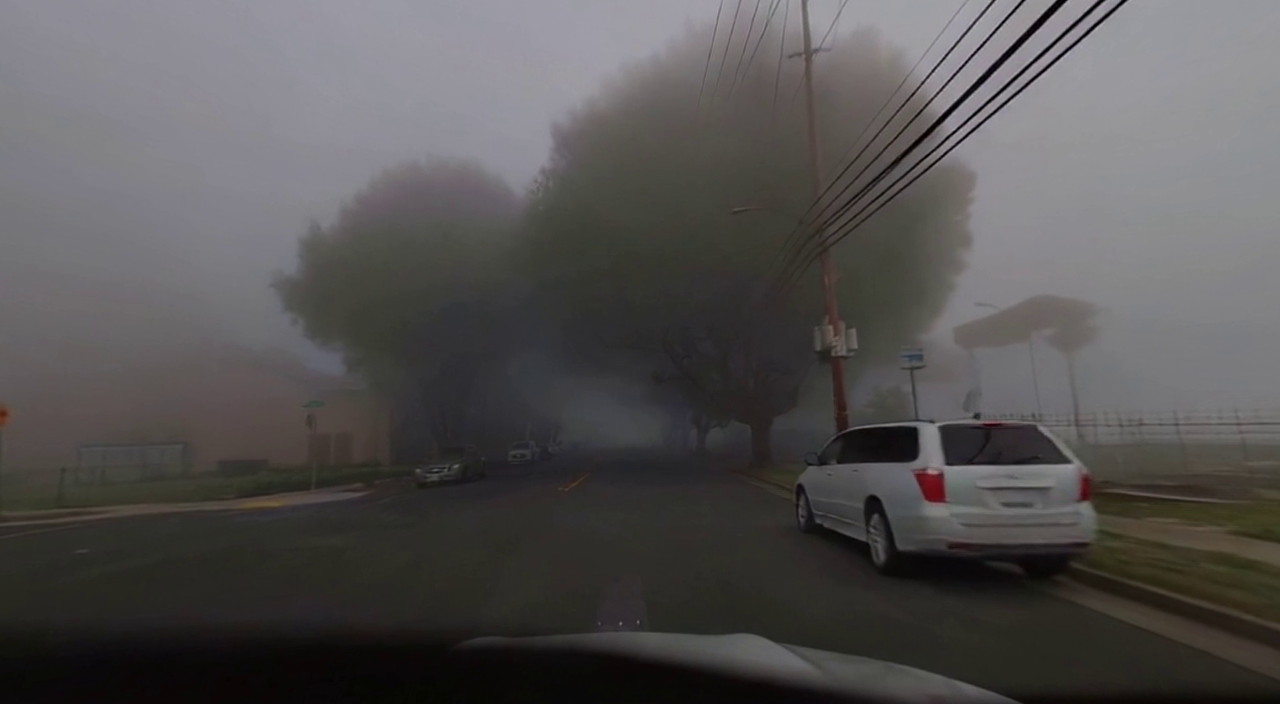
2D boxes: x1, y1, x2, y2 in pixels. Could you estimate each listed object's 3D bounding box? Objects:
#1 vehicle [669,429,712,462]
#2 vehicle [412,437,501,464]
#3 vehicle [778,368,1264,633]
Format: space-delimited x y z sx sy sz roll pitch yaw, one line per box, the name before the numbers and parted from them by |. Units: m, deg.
vehicle | 2.993 5.726 38.613 2.120 1.869 4.773 0 -8 -1
vehicle | -12.407 6.692 42.981 5.330 1.805 2.170 0 -8 0
vehicle | 3.195 1.394 7.024 2.138 1.820 5.218 0 -8 0
